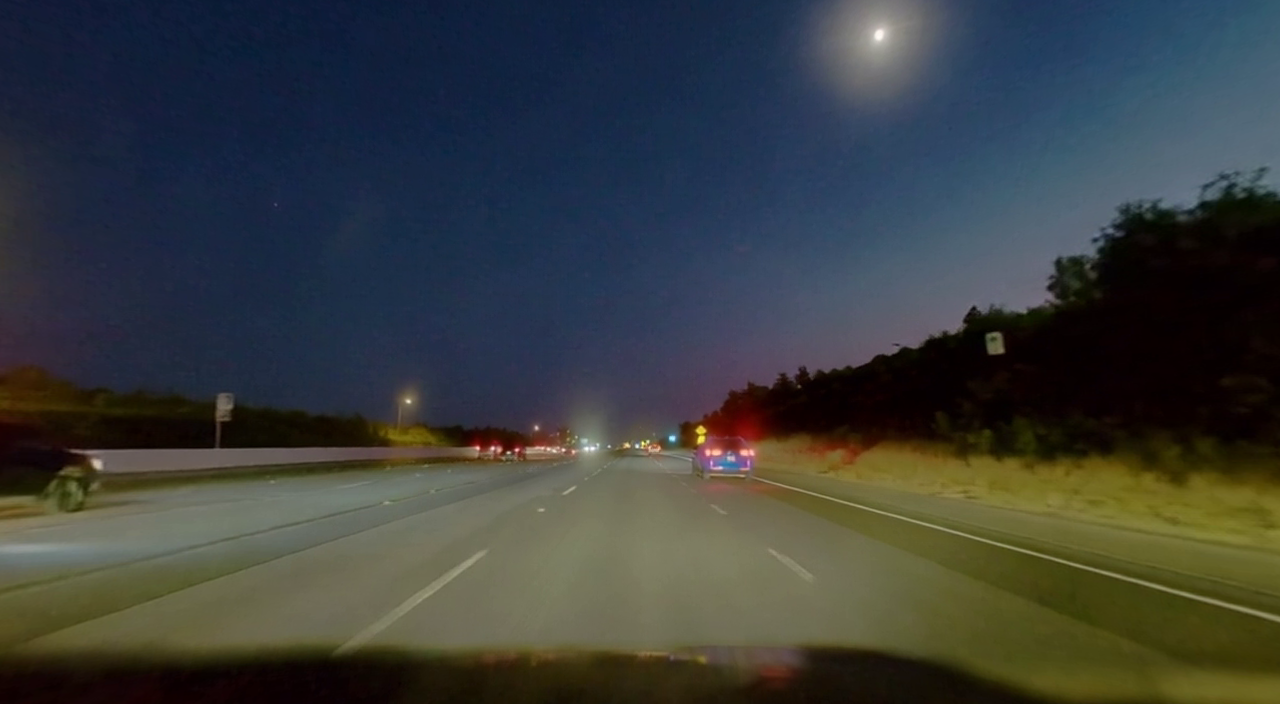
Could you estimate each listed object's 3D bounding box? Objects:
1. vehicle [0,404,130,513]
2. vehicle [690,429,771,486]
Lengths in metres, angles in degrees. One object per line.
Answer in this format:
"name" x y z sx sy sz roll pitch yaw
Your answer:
"vehicle" -14.772 2.215 13.147 2.736 2.262 6.533 0 -9 0
"vehicle" 3.265 3.950 23.783 2.184 1.892 4.763 0 -9 -2
